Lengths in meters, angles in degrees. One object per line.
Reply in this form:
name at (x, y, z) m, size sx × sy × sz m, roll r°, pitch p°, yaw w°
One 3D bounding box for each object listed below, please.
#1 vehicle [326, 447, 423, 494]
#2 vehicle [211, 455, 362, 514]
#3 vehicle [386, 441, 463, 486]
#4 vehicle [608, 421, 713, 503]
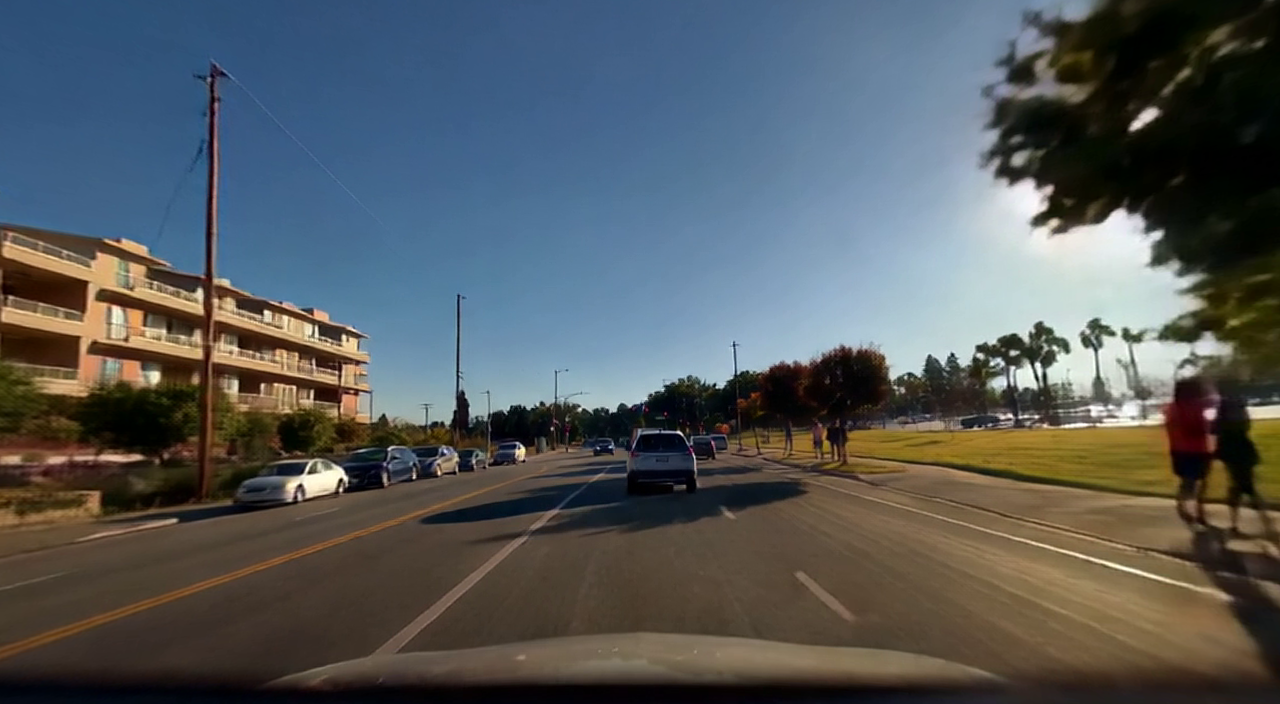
vehicle at (-10.287, 4.577, 24.815) m, size 1.869 × 1.647 × 4.281 m, roll -1°, pitch -8°, yaw 1°
vehicle at (-10.506, 3.930, 19.240) m, size 1.839 × 1.474 × 4.694 m, roll -1°, pitch -8°, yaw 1°
vehicle at (-10.118, 5.219, 30.023) m, size 1.940 × 1.816 × 4.721 m, roll -1°, pitch -7°, yaw 1°
vehicle at (0.395, 2.503, 14.756) m, size 2.132 × 1.632 × 3.838 m, roll 0°, pitch -8°, yaw 0°
